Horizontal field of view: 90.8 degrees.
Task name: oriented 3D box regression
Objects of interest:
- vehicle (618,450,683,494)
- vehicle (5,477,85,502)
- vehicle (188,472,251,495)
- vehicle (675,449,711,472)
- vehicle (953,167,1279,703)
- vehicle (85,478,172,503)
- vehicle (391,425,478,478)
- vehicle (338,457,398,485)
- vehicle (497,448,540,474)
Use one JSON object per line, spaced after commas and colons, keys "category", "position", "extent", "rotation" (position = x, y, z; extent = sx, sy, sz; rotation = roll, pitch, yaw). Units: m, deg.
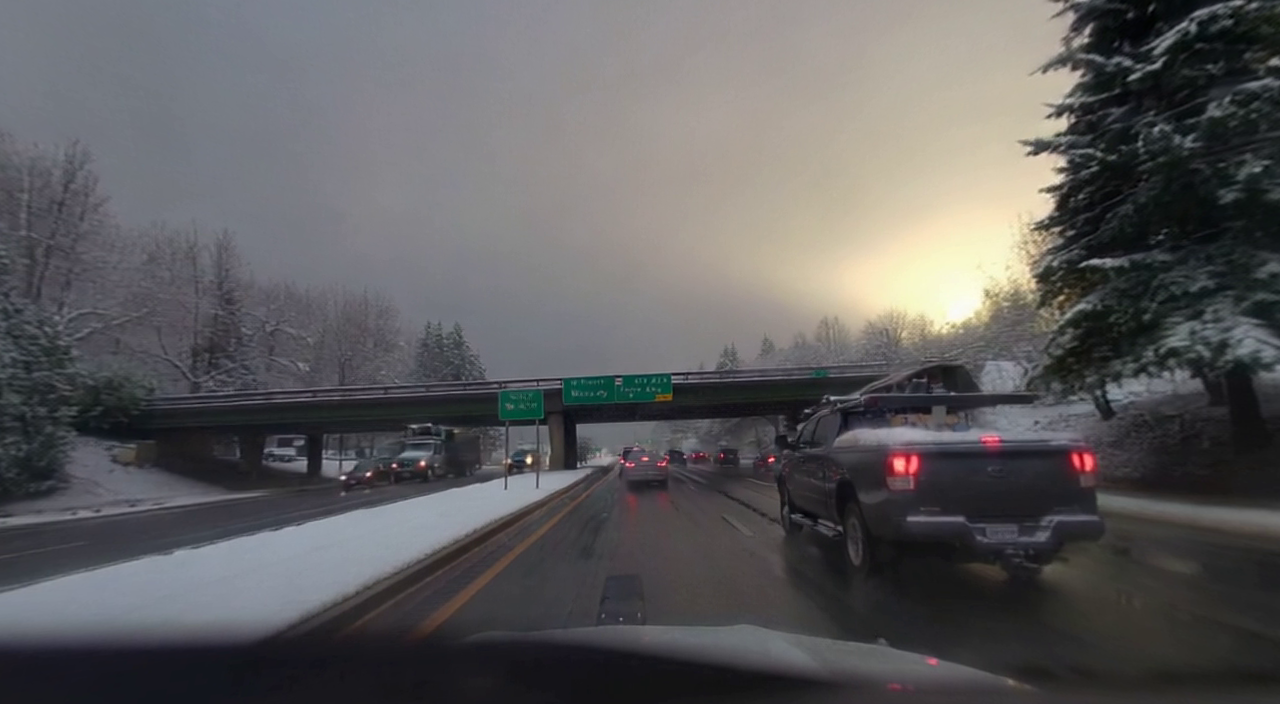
{"category": "vehicle", "position": [0.328, 4.008, 21.473], "extent": [2.027, 1.341, 3.775], "rotation": [0, -9, 0]}
{"category": "vehicle", "position": [-45.191, 10.444, 48.043], "extent": [4.067, 1.637, 1.836], "rotation": [-1, -10, -1]}
{"category": "vehicle", "position": [-31.999, 10.011, 48.114], "extent": [3.691, 1.460, 1.668], "rotation": [-4, -10, 3]}
{"category": "vehicle", "position": [3.420, 7.071, 41.474], "extent": [1.962, 1.431, 4.205], "rotation": [0, -9, 0]}
{"category": "vehicle", "position": [3.360, 0.509, 1.611], "extent": [2.588, 2.321, 4.927], "rotation": [0, -9, 1]}
{"category": "vehicle", "position": [-32.656, 8.863, 40.397], "extent": [3.907, 1.435, 1.765], "rotation": [0, -9, -2]}
{"category": "vehicle", "position": [-15.772, 7.782, 49.696], "extent": [3.206, 3.617, 10.684], "rotation": [0, -9, 0]}
{"category": "vehicle", "position": [-19.225, 8.431, 44.890], "extent": [2.091, 1.771, 4.727], "rotation": [0, -9, 0]}
{"category": "vehicle", "position": [-8.773, 7.882, 46.060], "extent": [2.165, 1.764, 4.671], "rotation": [0, -9, 1]}
